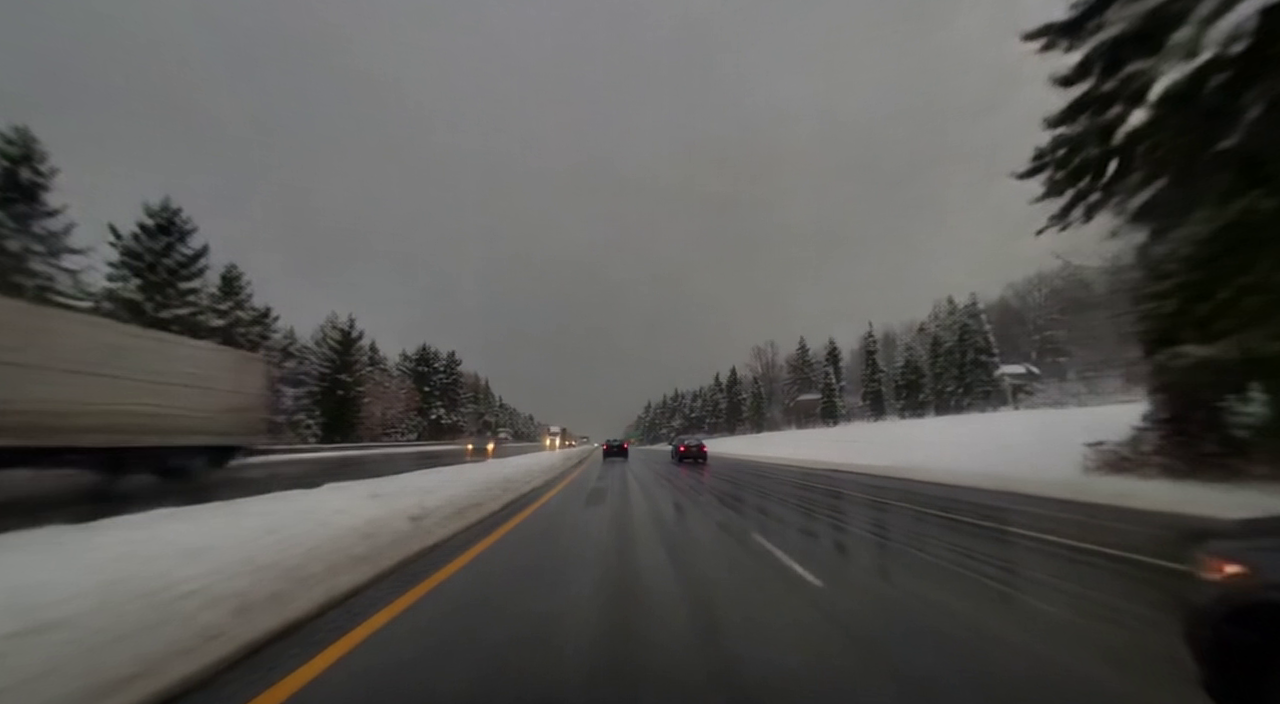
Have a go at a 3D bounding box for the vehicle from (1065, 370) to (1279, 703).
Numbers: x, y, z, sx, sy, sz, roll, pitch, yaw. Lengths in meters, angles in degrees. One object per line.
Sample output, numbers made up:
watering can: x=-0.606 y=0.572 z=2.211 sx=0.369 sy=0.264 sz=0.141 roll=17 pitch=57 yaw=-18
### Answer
vehicle: x=3.419 y=0.635 z=0.901 sx=2.055 sy=1.566 sz=5.046 roll=-1 pitch=-8 yaw=0

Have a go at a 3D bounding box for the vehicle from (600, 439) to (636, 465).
vehicle: x=-1.446 y=6.438 z=40.685 sx=2.178 sy=1.559 sz=4.254 roll=0 pitch=-8 yaw=-3

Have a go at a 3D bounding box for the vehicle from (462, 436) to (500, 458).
vehicle: x=-11.522 y=6.939 z=45.876 sx=1.872 sy=1.499 sz=3.792 roll=-1 pitch=-8 yaw=-1

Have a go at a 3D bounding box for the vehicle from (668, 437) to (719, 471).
vehicle: x=2.612 y=5.066 z=31.537 sx=2.146 sy=1.546 sz=3.796 roll=-1 pitch=-8 yaw=0

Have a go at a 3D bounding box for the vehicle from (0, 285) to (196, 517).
vehicle: x=-11.766 y=0.765 z=9.787 sx=3.188 sy=3.647 sz=8.856 roll=-1 pitch=-8 yaw=0
